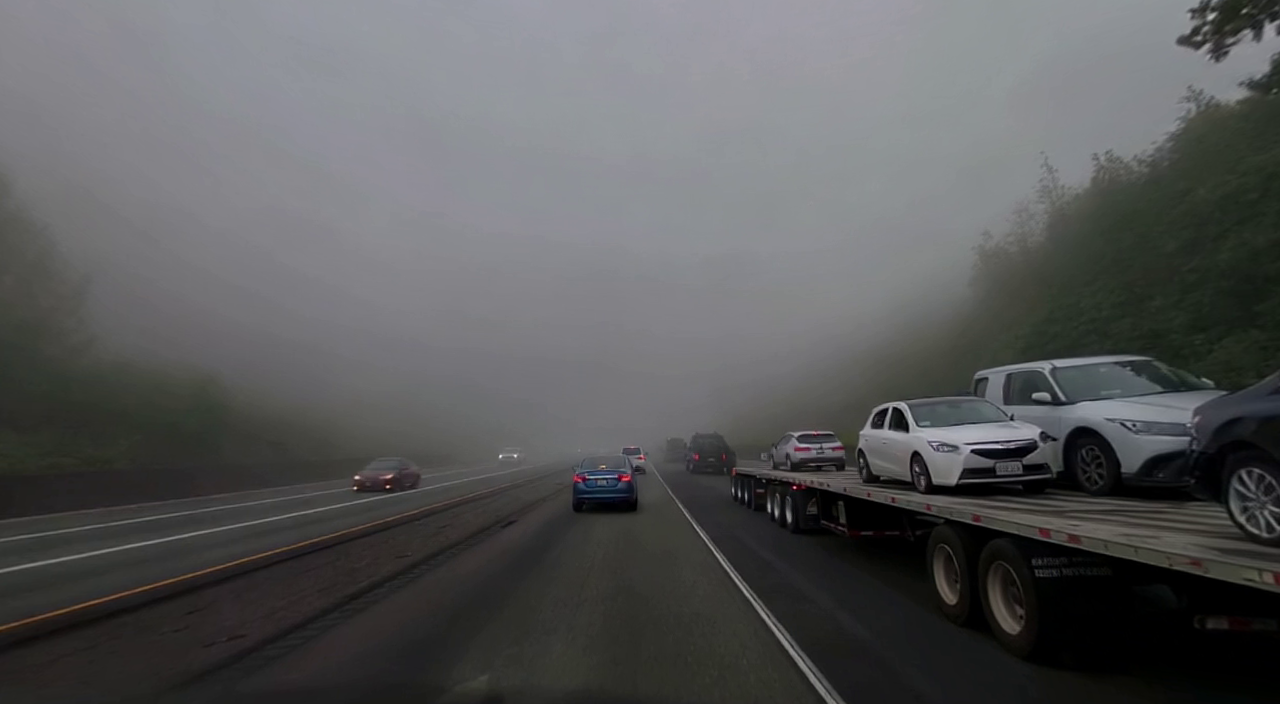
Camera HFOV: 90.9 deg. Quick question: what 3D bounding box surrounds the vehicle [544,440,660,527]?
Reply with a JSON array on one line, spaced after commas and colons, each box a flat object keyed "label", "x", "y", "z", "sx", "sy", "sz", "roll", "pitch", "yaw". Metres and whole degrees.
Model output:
[{"label": "vehicle", "x": -0.664, "y": 2.565, "z": 12.750, "sx": 1.991, "sy": 1.466, "sz": 3.675, "roll": 0, "pitch": -9, "yaw": 0}]

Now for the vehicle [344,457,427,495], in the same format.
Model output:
[{"label": "vehicle", "x": -11.201, "y": 5.462, "z": 28.032, "sx": 2.089, "sy": 1.482, "sz": 3.770, "roll": 0, "pitch": -9, "yaw": 1}]

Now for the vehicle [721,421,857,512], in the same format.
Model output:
[{"label": "vehicle", "x": 3.400, "y": 2.725, "z": 15.290, "sx": 2.303, "sy": 1.889, "sz": 3.920, "roll": 0, "pitch": -9, "yaw": 0}]

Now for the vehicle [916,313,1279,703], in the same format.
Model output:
[{"label": "vehicle", "x": 3.462, "y": 0.891, "z": 3.346, "sx": 1.959, "sy": 1.783, "sz": 4.407, "roll": 0, "pitch": -9, "yaw": 0}]

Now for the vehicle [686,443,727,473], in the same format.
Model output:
[{"label": "vehicle", "x": 3.942, "y": 6.334, "z": 37.845, "sx": 1.938, "sy": 1.660, "sz": 4.223, "roll": 0, "pitch": -9, "yaw": 0}]
